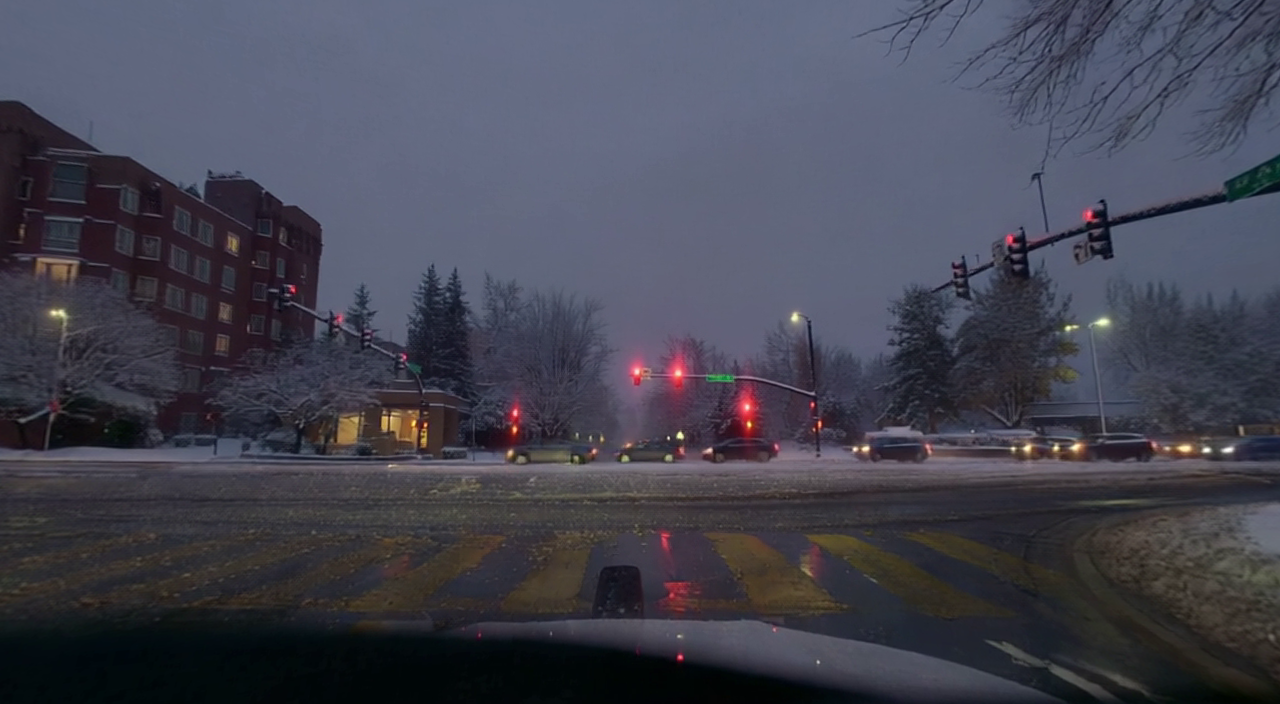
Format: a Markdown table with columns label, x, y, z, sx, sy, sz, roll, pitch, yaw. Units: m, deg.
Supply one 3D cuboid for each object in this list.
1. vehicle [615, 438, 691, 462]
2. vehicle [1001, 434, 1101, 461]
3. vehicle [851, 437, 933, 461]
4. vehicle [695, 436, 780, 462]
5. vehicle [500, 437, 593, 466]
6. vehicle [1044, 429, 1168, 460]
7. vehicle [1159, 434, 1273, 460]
| label | x | y | z | sx | sy | sz | roll | pitch | yaw |
| --- | --- | --- | --- | --- | --- | --- | --- | --- | --- |
| vehicle | 0.805 | 6.227 | 40.187 | 4.759 | 1.445 | 1.865 | 0 | -9 | 0 |
| vehicle | 23.769 | 5.529 | 36.641 | 4.519 | 1.476 | 1.767 | 0 | -9 | 1 |
| vehicle | 15.935 | 6.155 | 40.105 | 4.443 | 1.472 | 1.794 | 0 | -9 | 1 |
| vehicle | 5.652 | 5.675 | 36.875 | 4.631 | 1.435 | 1.715 | 0 | -9 | -1 |
| vehicle | -4.844 | 5.212 | 33.209 | 4.629 | 1.423 | 1.833 | 0 | -9 | 1 |
| vehicle | 29.373 | 5.848 | 39.942 | 6.133 | 1.833 | 2.155 | 0 | -9 | -2 |
| vehicle | 33.393 | 5.518 | 36.727 | 4.724 | 1.452 | 1.870 | 0 | -9 | 0 |
